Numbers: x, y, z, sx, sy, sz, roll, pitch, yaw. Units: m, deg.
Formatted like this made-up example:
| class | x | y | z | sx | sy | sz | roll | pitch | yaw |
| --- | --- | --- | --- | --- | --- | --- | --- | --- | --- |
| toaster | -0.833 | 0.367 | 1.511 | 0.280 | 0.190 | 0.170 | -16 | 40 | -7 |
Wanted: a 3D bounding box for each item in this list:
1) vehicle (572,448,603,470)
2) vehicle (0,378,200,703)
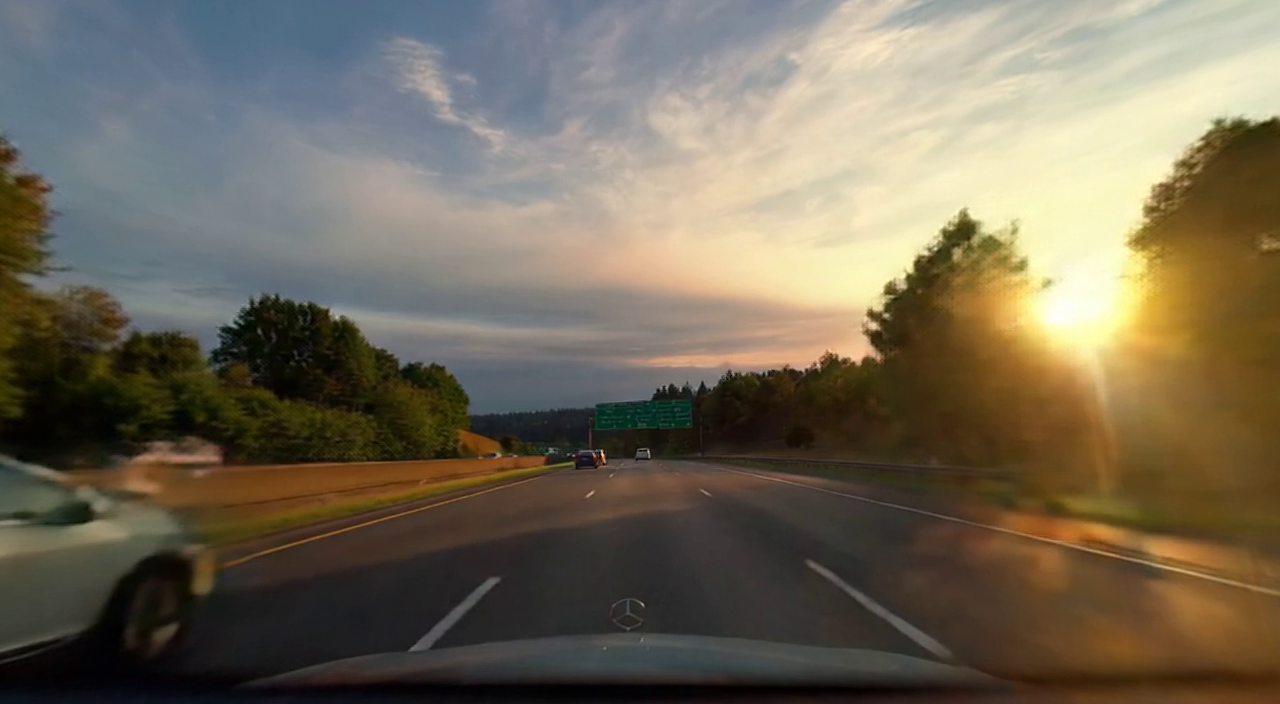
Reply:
| class | x | y | z | sx | sy | sz | roll | pitch | yaw |
| --- | --- | --- | --- | --- | --- | --- | --- | --- | --- |
| vehicle | -3.742 | 7.719 | 45.658 | 1.918 | 1.510 | 4.006 | 0 | -9 | 0 |
| vehicle | -3.570 | 0.716 | 1.306 | 2.028 | 1.584 | 4.481 | 0 | -9 | 0 |
